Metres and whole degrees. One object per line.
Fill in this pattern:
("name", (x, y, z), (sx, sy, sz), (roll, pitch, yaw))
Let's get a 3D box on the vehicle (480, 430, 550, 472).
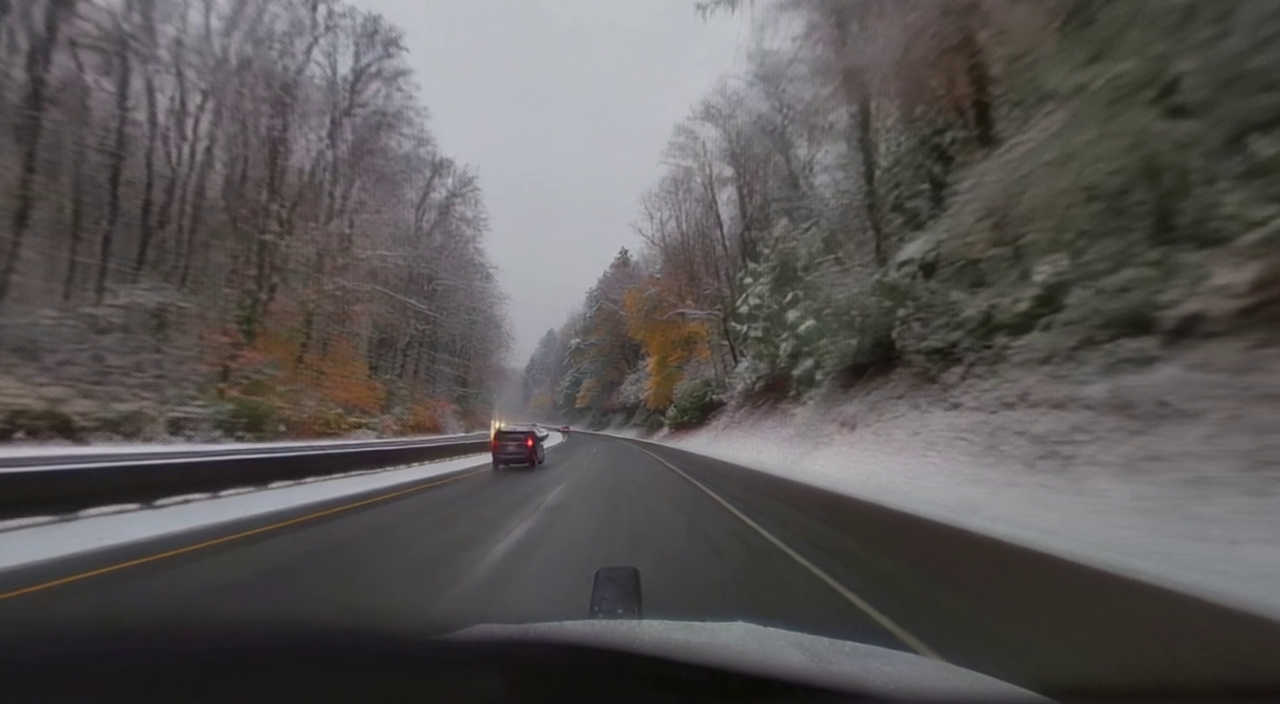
("vehicle", (-5.002, 4.015, 25.749), (2.073, 1.559, 4.393), (0, -8, -2))
